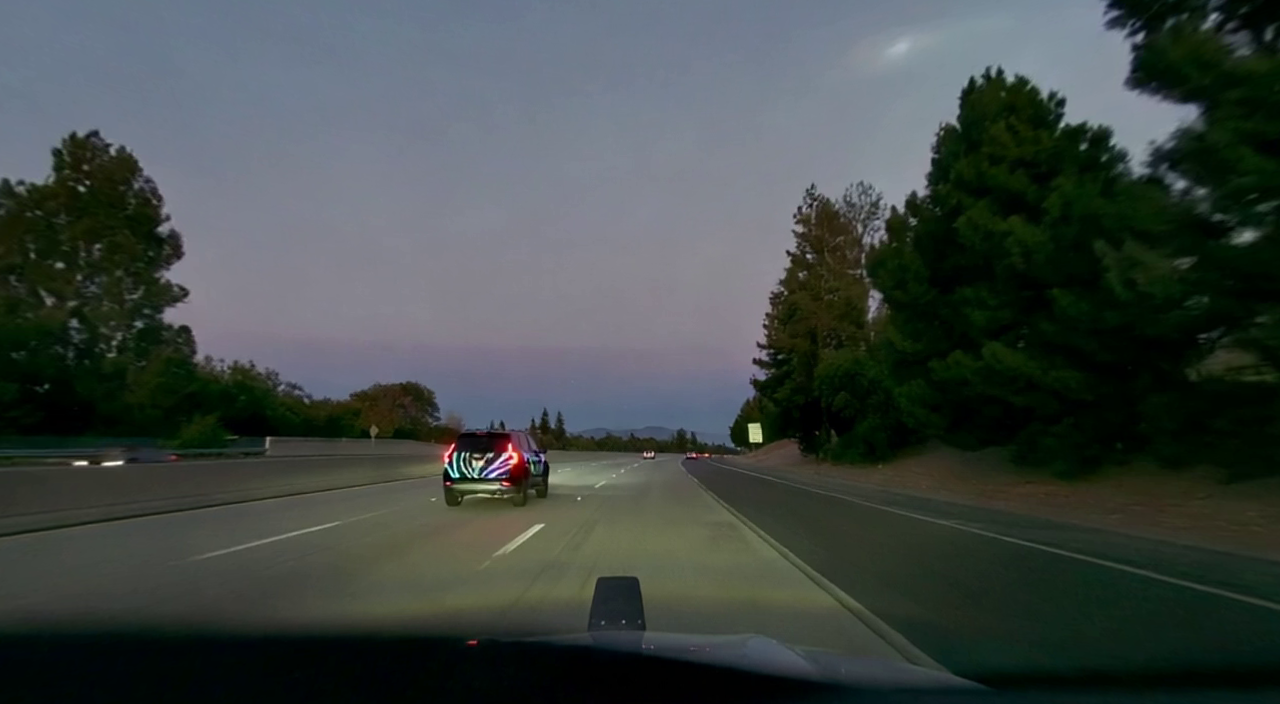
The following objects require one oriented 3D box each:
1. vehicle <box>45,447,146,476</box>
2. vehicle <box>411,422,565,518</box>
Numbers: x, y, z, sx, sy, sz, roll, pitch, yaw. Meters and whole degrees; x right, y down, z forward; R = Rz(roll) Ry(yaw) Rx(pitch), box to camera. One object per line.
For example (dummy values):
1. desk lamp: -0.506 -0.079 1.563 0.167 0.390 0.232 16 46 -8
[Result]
1. vehicle: -31.490 6.324 36.644 1.816 1.529 4.414 0 -8 2
2. vehicle: -3.175 2.595 14.393 2.183 1.803 4.685 0 -8 2
